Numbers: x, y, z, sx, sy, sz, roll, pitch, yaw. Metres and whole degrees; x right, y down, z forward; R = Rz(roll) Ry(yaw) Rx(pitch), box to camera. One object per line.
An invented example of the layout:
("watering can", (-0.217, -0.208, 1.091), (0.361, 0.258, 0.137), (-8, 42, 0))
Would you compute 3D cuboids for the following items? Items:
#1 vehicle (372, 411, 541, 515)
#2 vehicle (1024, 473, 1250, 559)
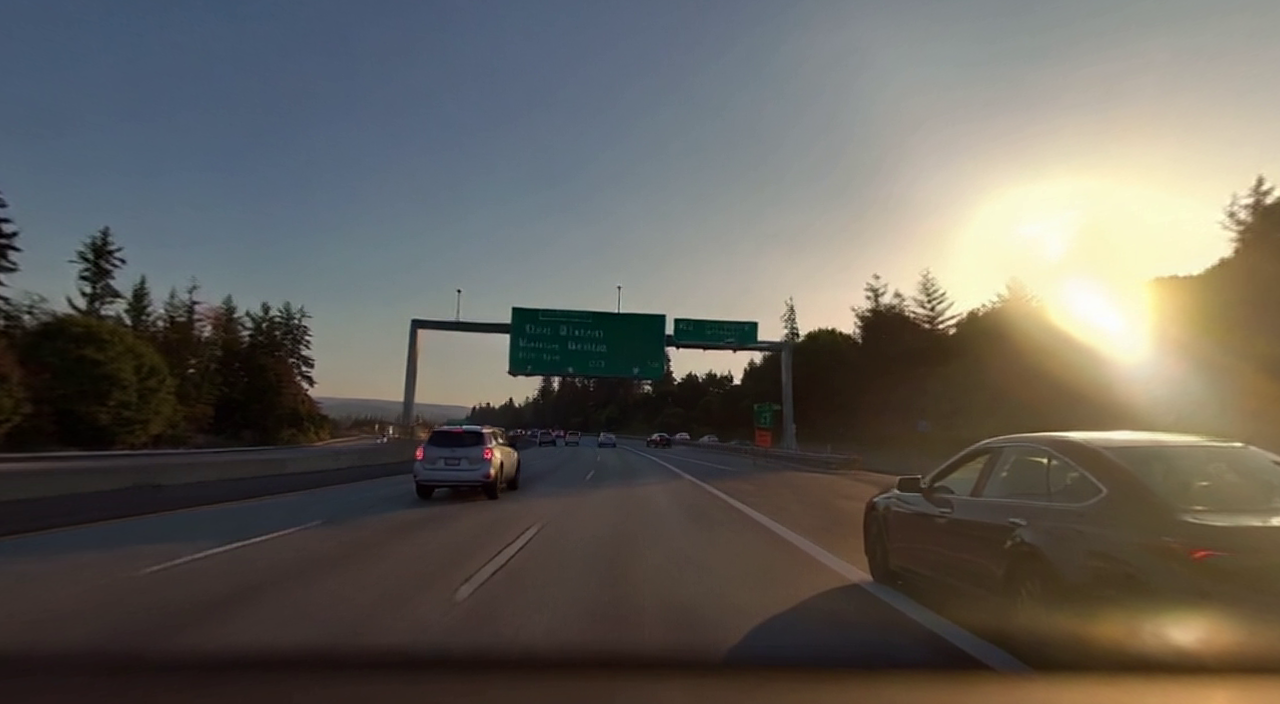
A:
("vehicle", (-3.570, 2.283, 13.443), (2.142, 1.789, 5.009), (0, -8, 0))
("vehicle", (14.945, 4.898, 19.509), (2.179, 1.976, 5.545), (1, -8, -4))
